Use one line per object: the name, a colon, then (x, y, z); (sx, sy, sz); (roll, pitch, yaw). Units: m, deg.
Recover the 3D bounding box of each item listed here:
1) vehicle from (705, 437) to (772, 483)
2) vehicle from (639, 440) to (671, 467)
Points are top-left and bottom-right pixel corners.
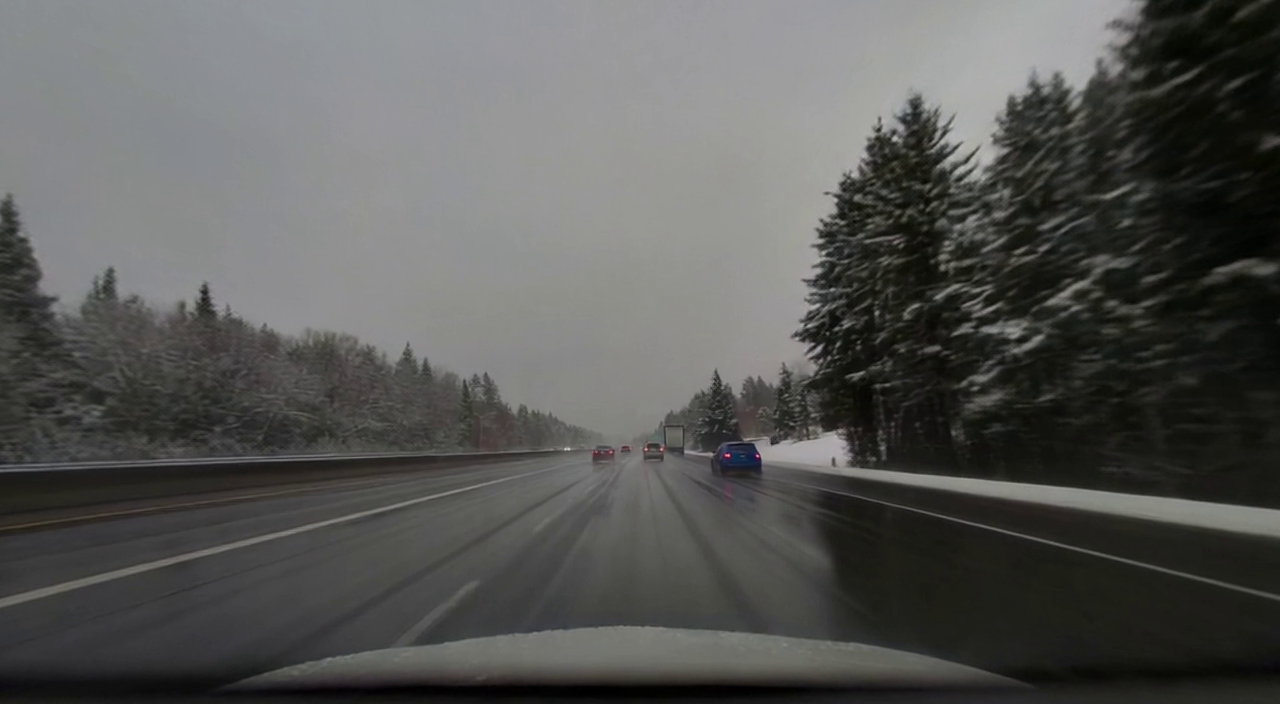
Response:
vehicle: (3.976, 4.426, 26.115); (2.082, 1.720, 4.393); (0, -9, 0)
vehicle: (1.053, 7.375, 45.933); (2.205, 1.785, 4.423); (0, -9, 0)
